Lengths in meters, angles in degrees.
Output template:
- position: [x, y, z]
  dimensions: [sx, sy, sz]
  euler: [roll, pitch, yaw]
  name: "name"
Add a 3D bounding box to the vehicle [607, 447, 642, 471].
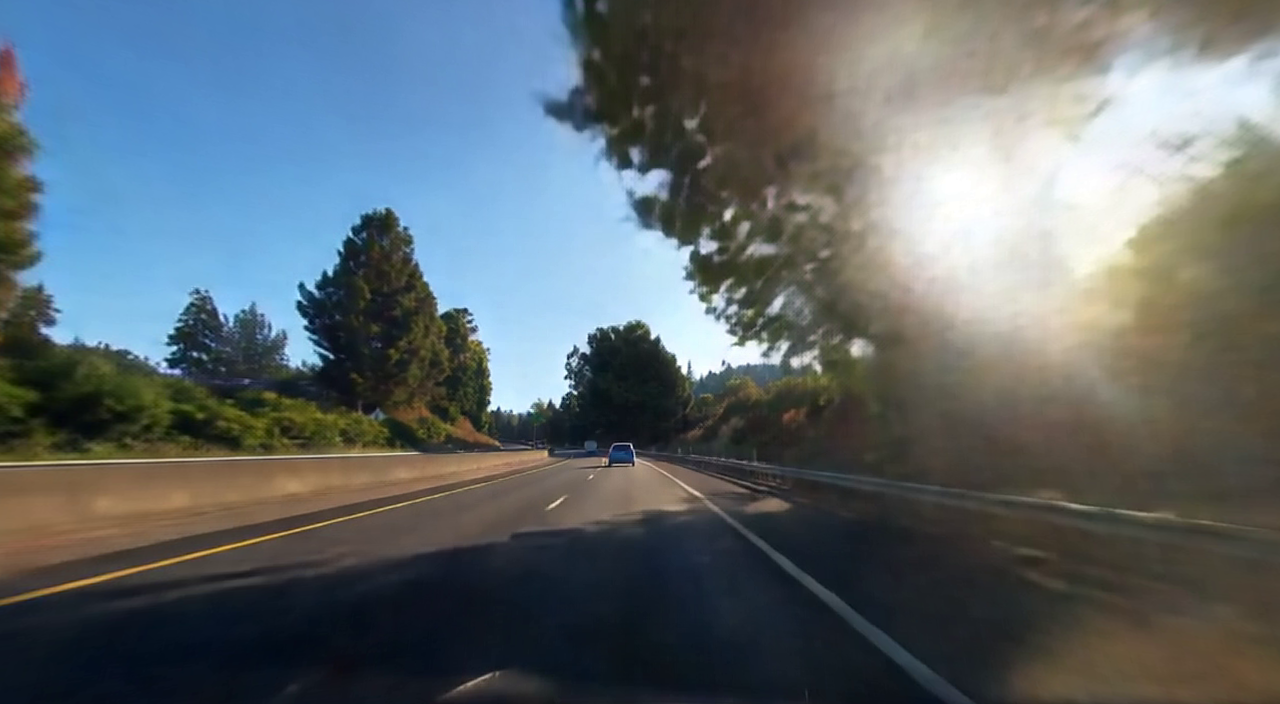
- position: [-0.997, 6.853, 40.514]
  dimensions: [2.126, 1.411, 4.433]
  euler: [0, -9, -1]
  name: "vehicle"
